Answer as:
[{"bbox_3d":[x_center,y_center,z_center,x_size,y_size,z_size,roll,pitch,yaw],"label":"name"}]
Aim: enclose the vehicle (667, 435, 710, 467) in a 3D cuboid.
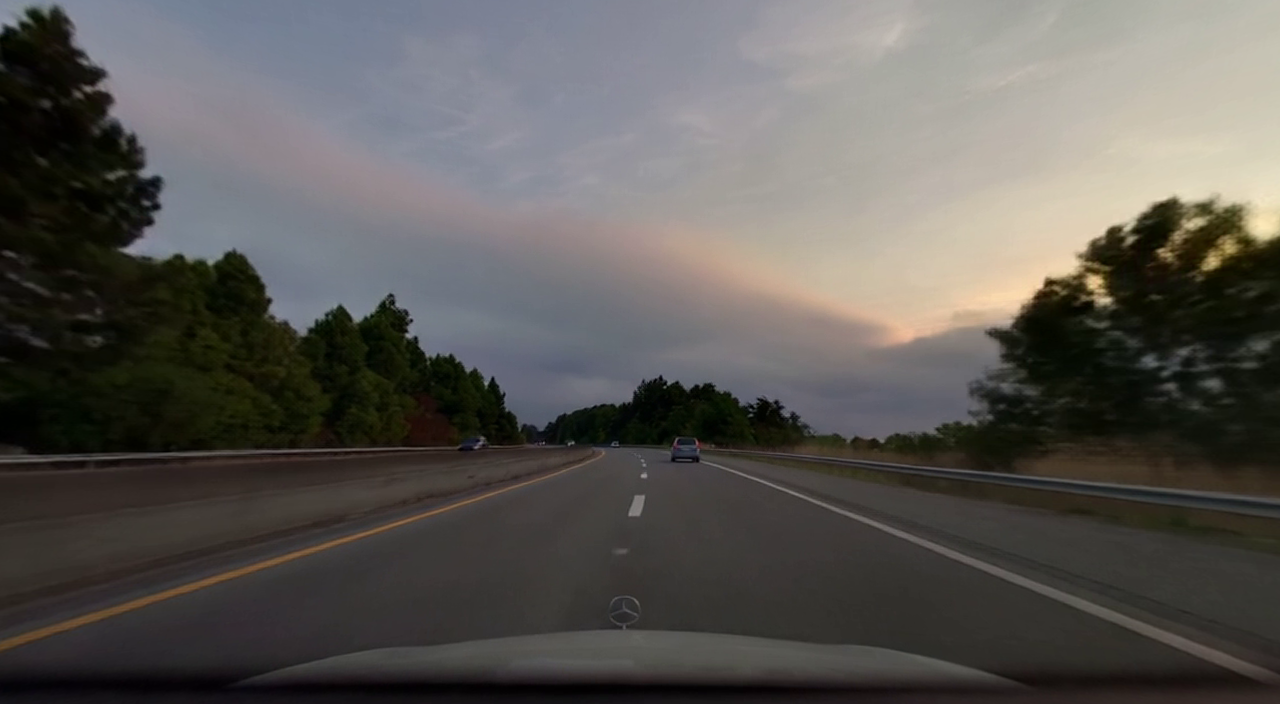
[{"bbox_3d":[2.690,5.599,35.751,2.079,1.729,4.380,0,-8,0],"label":"vehicle"}]
